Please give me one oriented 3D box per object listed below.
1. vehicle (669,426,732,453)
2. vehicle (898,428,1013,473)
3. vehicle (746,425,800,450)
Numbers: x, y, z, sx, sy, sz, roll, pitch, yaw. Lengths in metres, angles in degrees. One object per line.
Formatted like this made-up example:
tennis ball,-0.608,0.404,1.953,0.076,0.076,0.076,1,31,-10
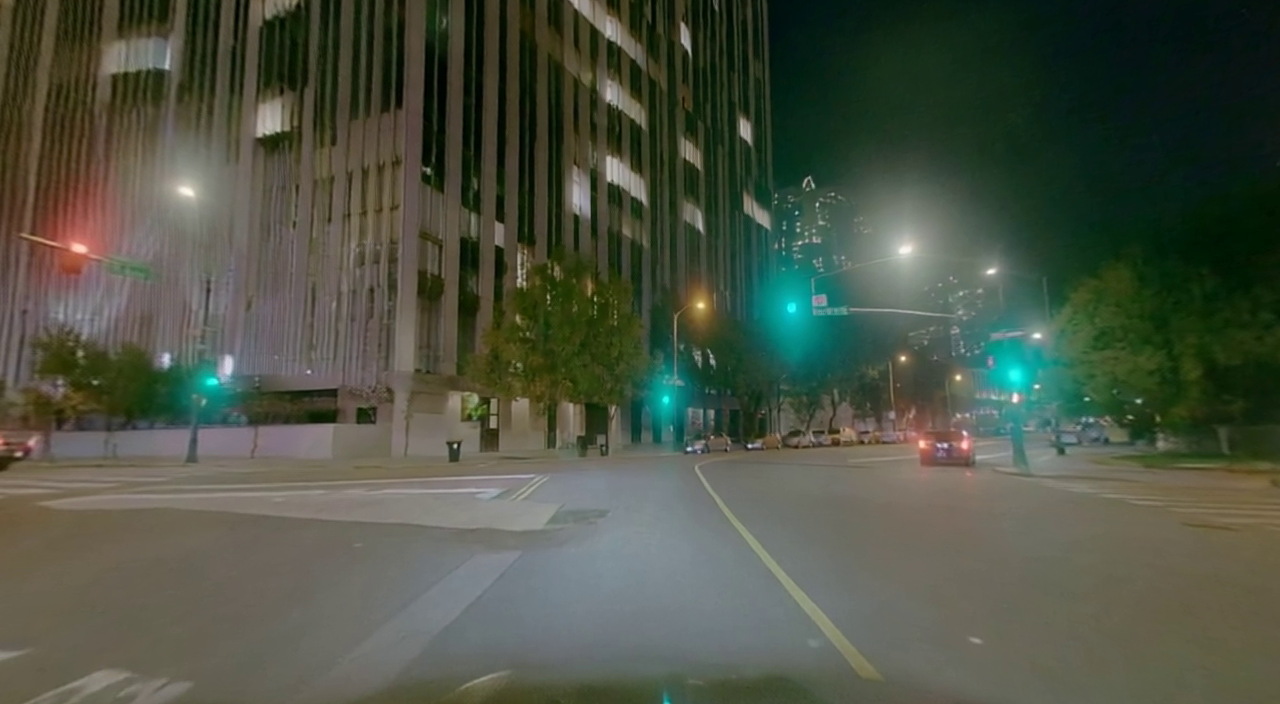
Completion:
vehicle,3.935,5.675,40.620,1.922,1.628,4.291,-7,-10,40
vehicle,11.577,3.651,23.565,2.148,1.488,4.508,0,-8,3
vehicle,8.248,5.272,38.779,1.852,1.465,4.092,-5,-9,32
